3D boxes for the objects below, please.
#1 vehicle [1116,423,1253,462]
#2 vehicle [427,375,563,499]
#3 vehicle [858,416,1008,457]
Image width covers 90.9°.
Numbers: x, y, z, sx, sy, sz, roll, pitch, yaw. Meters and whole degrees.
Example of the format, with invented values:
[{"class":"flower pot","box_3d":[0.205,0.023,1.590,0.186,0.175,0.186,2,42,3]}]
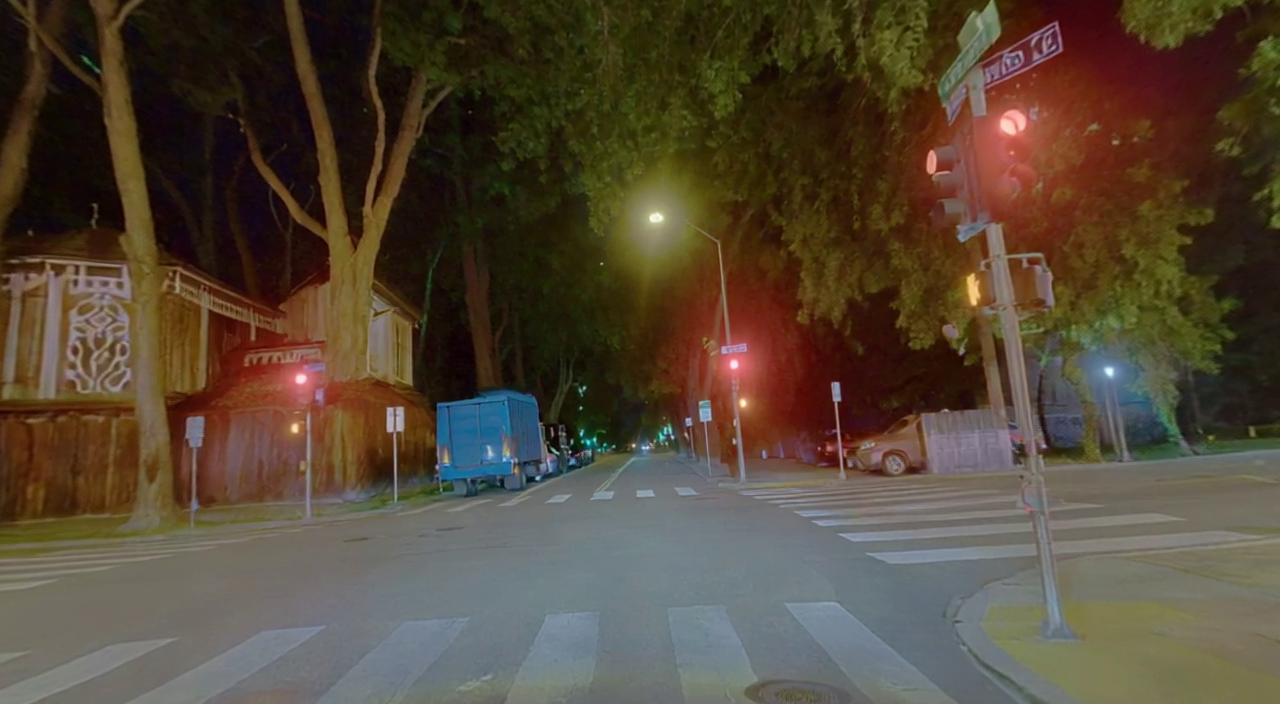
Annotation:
[{"class":"vehicle","box_3d":[24.939,4.166,29.027,4.268,1.695,2.053,0,-8,3]},{"class":"vehicle","box_3d":[-5.723,3.682,27.141,3.113,4.041,10.284,-5,-8,1]},{"class":"vehicle","box_3d":[10.749,3.150,23.413,4.643,1.456,1.820,-1,-8,5]}]
